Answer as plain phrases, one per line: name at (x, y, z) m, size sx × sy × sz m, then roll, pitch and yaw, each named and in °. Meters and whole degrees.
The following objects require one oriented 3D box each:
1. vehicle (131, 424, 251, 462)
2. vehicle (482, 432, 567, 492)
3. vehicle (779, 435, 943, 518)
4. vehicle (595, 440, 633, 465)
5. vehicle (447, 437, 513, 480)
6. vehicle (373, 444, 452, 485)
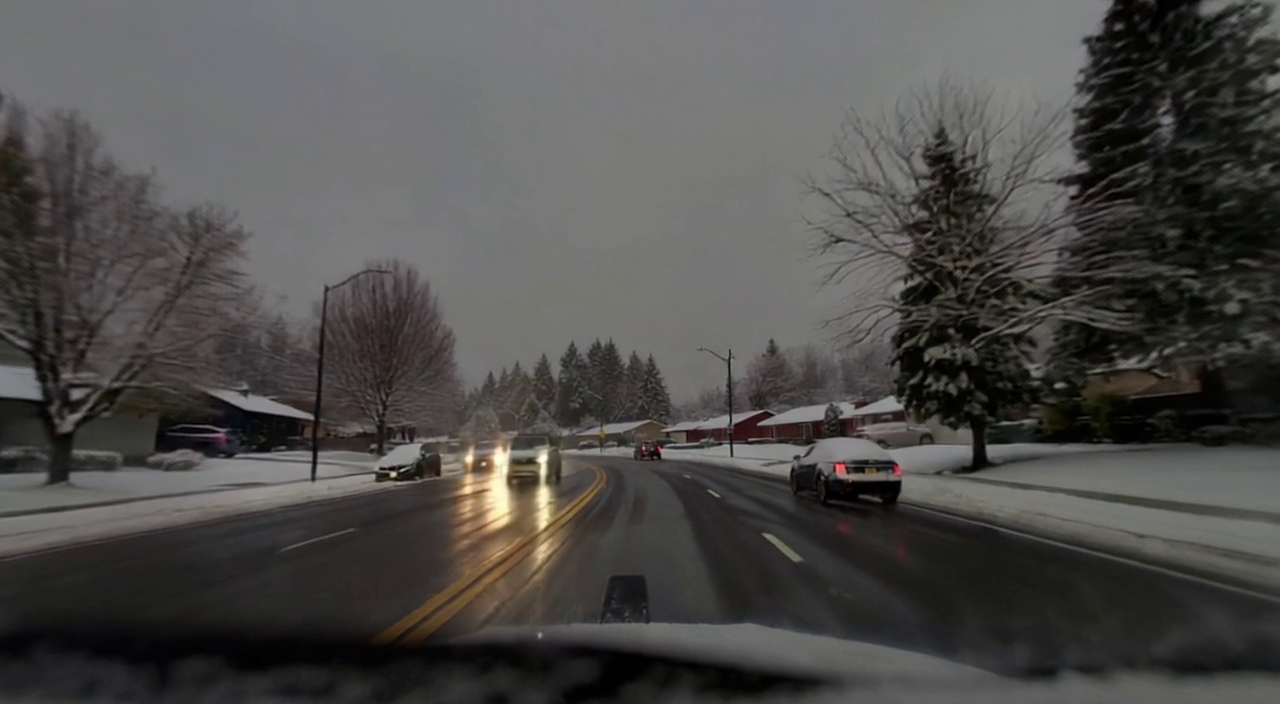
vehicle at (-24.333, 4.956, 34.354) m, size 4.772 × 1.877 × 2.038 m, roll 0°, pitch -9°, yaw -11°
vehicle at (-3.578, 3.493, 20.401) m, size 2.081 × 1.721 × 4.228 m, roll 0°, pitch -8°, yaw -2°
vehicle at (4.601, 2.623, 13.899) m, size 1.934 × 1.506 × 4.282 m, roll 0°, pitch -8°, yaw -2°
vehicle at (-1.938, 7.145, 44.938) m, size 2.106 × 1.667 × 4.367 m, roll 1°, pitch -8°, yaw -10°
vehicle at (-7.420, 4.986, 29.814) m, size 2.075 × 1.822 × 5.096 m, roll 0°, pitch -8°, yaw -4°
vehicle at (-10.360, 5.145, 29.172) m, size 2.038 × 1.690 × 4.825 m, roll 0°, pitch -8°, yaw -3°
